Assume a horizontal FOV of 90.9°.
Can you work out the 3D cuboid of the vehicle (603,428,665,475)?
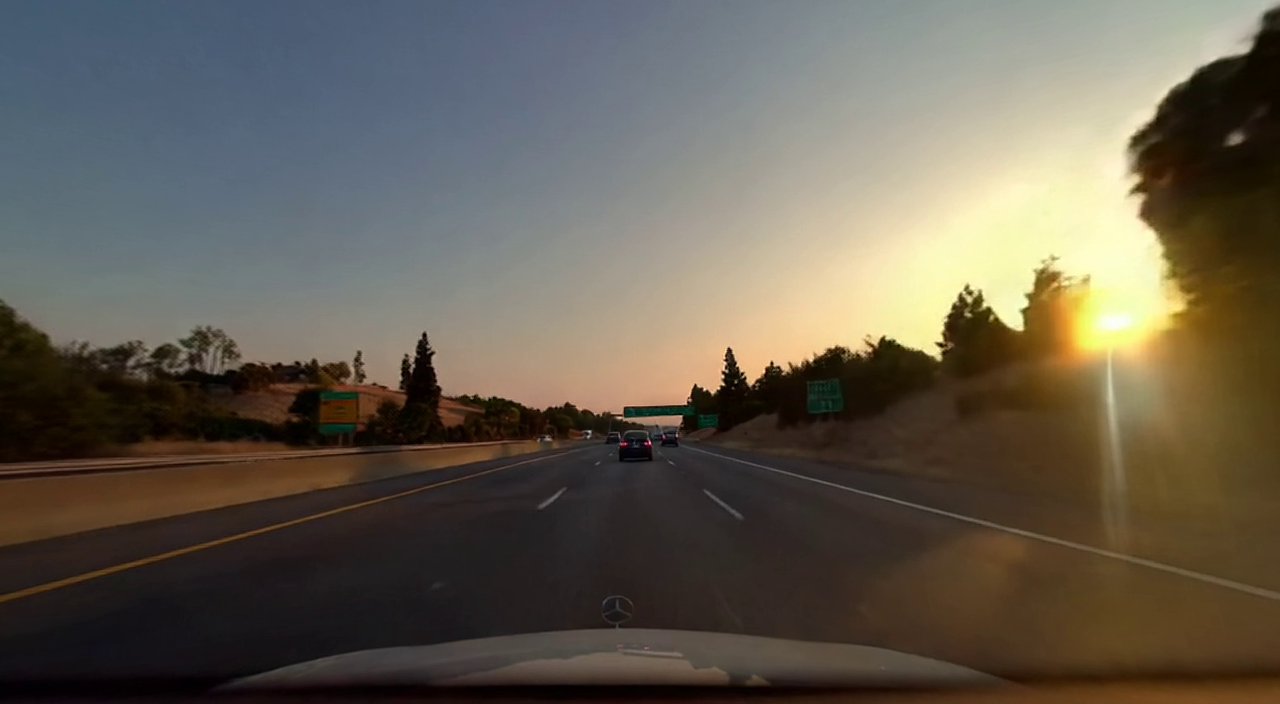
[{"bbox_3d":[-0.225,3.634,23.239,2.094,1.600,3.666,0,-8,-1],"label":"vehicle"}]
